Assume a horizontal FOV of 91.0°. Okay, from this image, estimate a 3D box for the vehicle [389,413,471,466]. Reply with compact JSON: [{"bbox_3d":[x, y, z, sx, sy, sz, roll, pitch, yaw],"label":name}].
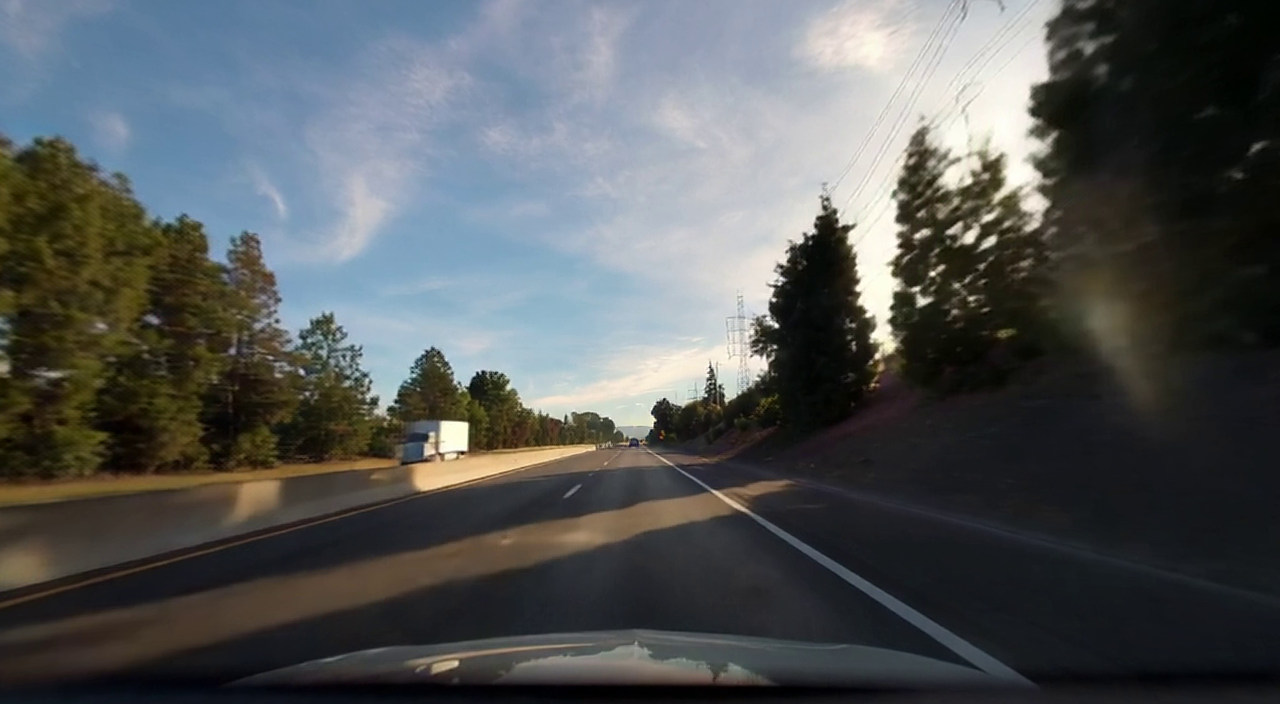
[{"bbox_3d":[-15.014,6.405,45.865,2.906,3.478,8.700,0,-8,0],"label":"vehicle"}]
